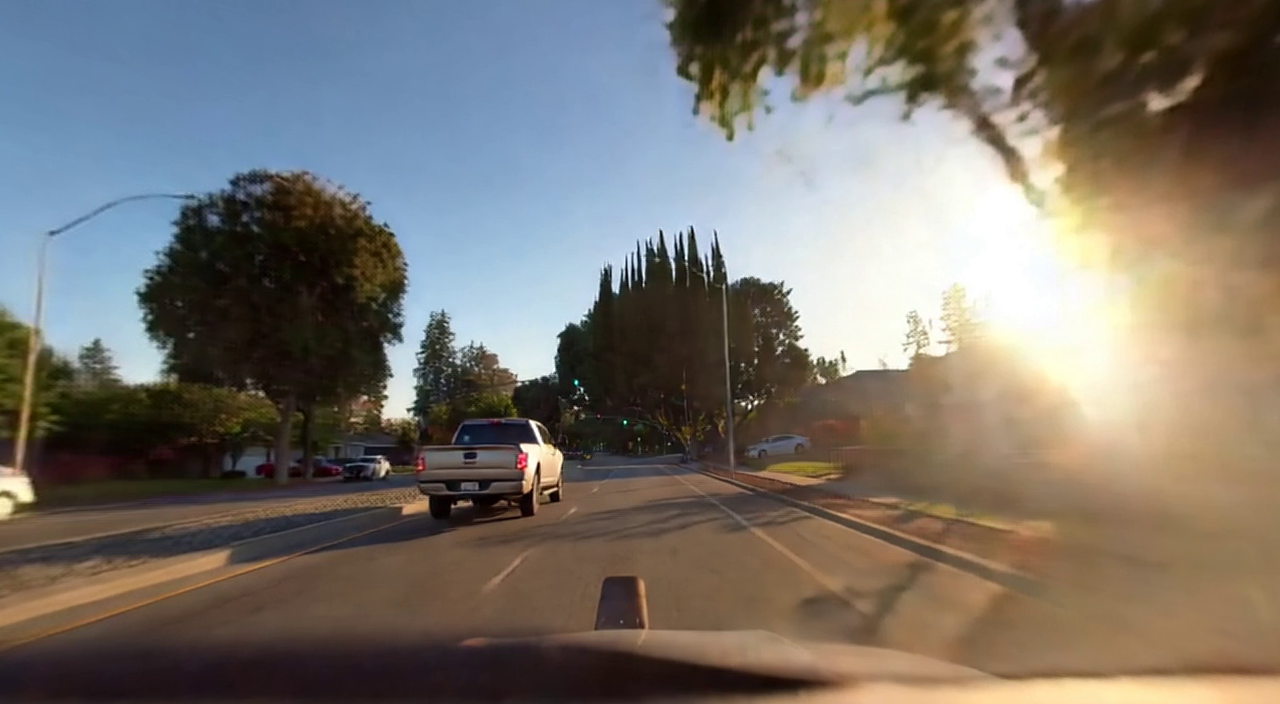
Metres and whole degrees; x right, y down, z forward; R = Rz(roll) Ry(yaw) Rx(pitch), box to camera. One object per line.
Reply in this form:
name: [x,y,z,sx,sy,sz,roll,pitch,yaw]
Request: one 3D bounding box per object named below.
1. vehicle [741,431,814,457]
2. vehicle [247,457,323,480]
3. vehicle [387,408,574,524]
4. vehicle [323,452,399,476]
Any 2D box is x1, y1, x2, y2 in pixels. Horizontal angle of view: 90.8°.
vehicle: [10.215,6.891,47.181,4.882,1.839,2.243,1,-9,-6]
vehicle: [-26.795,8.781,47.810,4.497,1.634,1.991,0,-9,-2]
vehicle: [-3.087,2.432,14.001,2.508,2.001,5.880,0,-9,1]
vehicle: [-21.171,8.492,48.085,4.669,1.745,2.156,0,-9,1]
